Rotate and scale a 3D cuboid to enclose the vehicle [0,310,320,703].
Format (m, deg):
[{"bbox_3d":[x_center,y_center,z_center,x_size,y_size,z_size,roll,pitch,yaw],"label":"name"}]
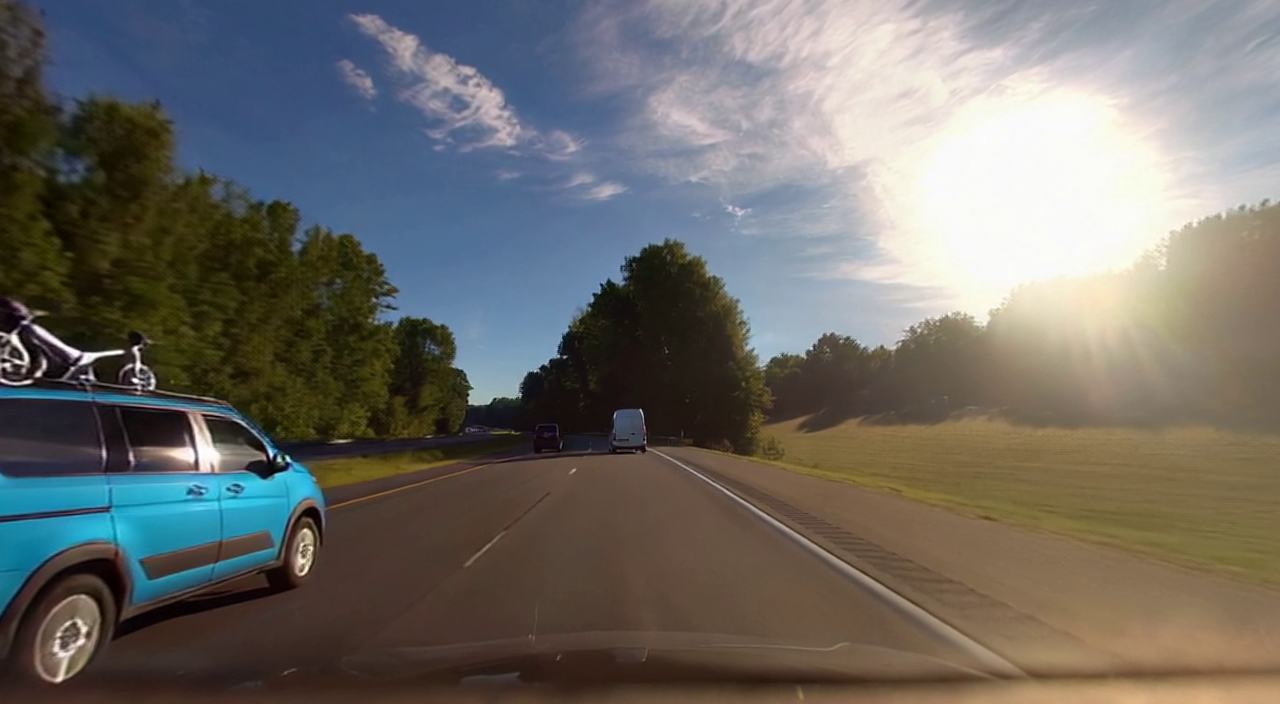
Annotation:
[{"bbox_3d":[-3.619,0.734,2.702,2.069,1.751,4.720,0,-8,-1],"label":"vehicle"}]

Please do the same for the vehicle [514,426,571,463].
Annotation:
[{"bbox_3d":[-4.609,4.429,30.446,2.110,1.636,4.453,0,-8,-1],"label":"vehicle"}]

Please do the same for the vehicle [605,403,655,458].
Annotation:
[{"bbox_3d":[-0.682,4.574,36.459,2.647,2.896,6.480,1,-8,-3],"label":"vehicle"}]
